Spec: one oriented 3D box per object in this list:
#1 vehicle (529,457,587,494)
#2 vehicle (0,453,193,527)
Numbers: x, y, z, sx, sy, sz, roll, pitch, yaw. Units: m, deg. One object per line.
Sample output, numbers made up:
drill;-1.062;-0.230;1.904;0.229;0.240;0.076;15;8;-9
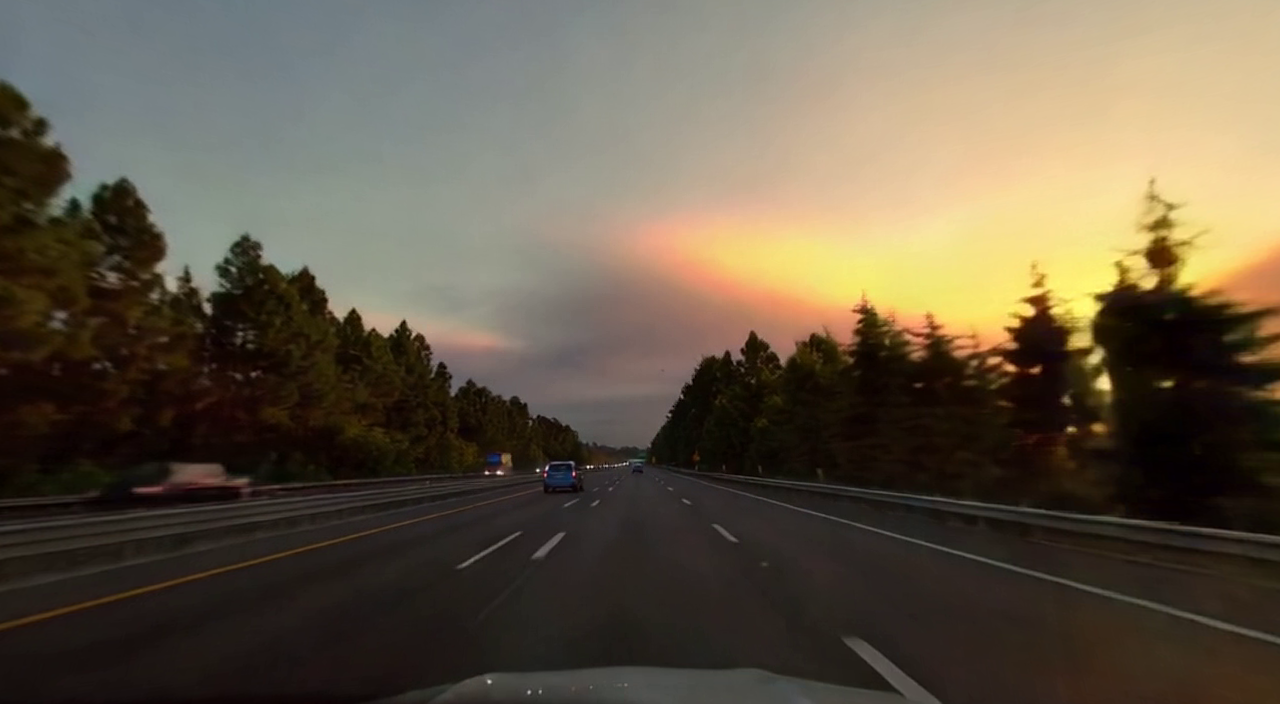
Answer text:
vehicle;-3.769;5.798;29.738;2.081;1.586;4.245;0;-10;1
vehicle;-13.418;3.283;15.394;1.885;1.534;4.116;0;-10;1
